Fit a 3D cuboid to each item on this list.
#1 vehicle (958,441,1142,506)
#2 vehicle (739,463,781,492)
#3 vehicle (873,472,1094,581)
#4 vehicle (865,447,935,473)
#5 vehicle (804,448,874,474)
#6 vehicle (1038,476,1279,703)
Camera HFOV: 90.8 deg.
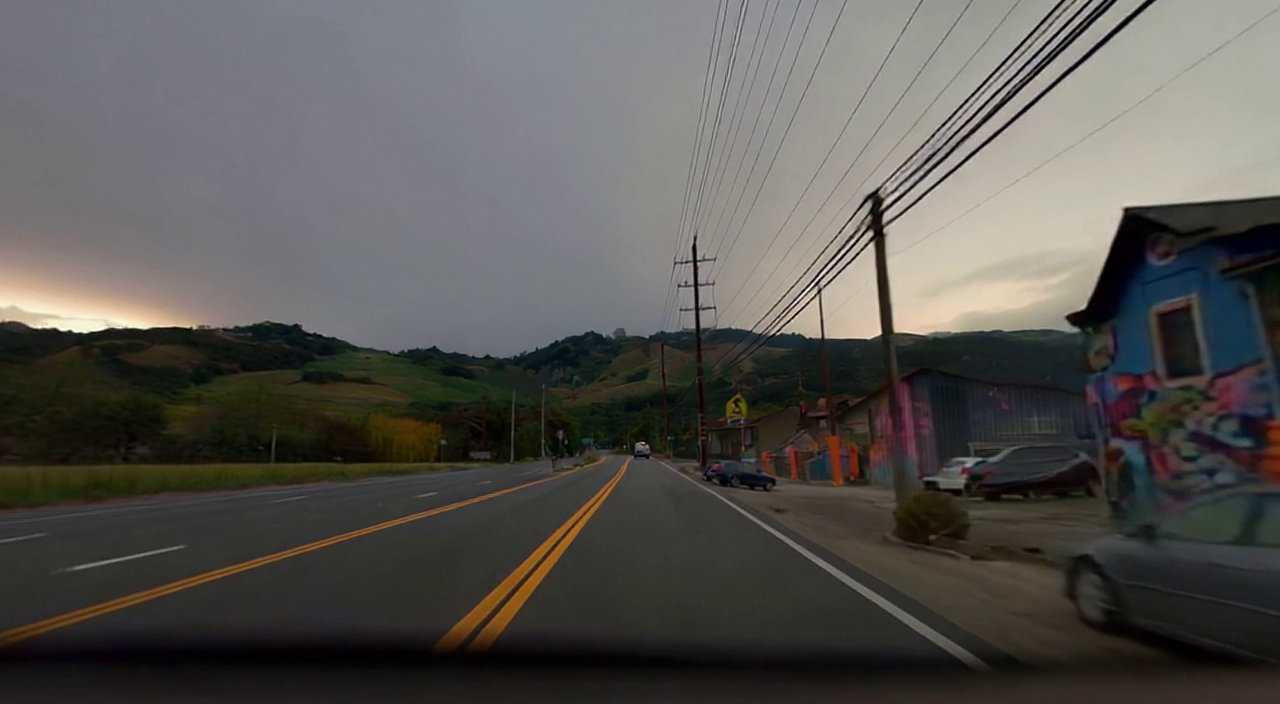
[{"bbox_3d":[14.881,4.439,23.212,4.982,1.869,2.265,-4,-11,0],"label":"vehicle"},{"bbox_3d":[6.818,7.166,36.312,1.781,1.432,4.169,0,-8,2],"label":"vehicle"},{"bbox_3d":[6.048,3.081,11.797,1.926,1.497,3.988,0,-8,1],"label":"vehicle"},{"bbox_3d":[17.227,7.143,42.002,3.878,1.663,1.752,0,-8,2],"label":"vehicle"},{"bbox_3d":[15.409,8.477,49.150,4.798,1.934,1.908,0,-8,1],"label":"vehicle"},{"bbox_3d":[6.029,2.023,5.493,1.966,1.829,4.812,-1,-12,1],"label":"vehicle"}]
